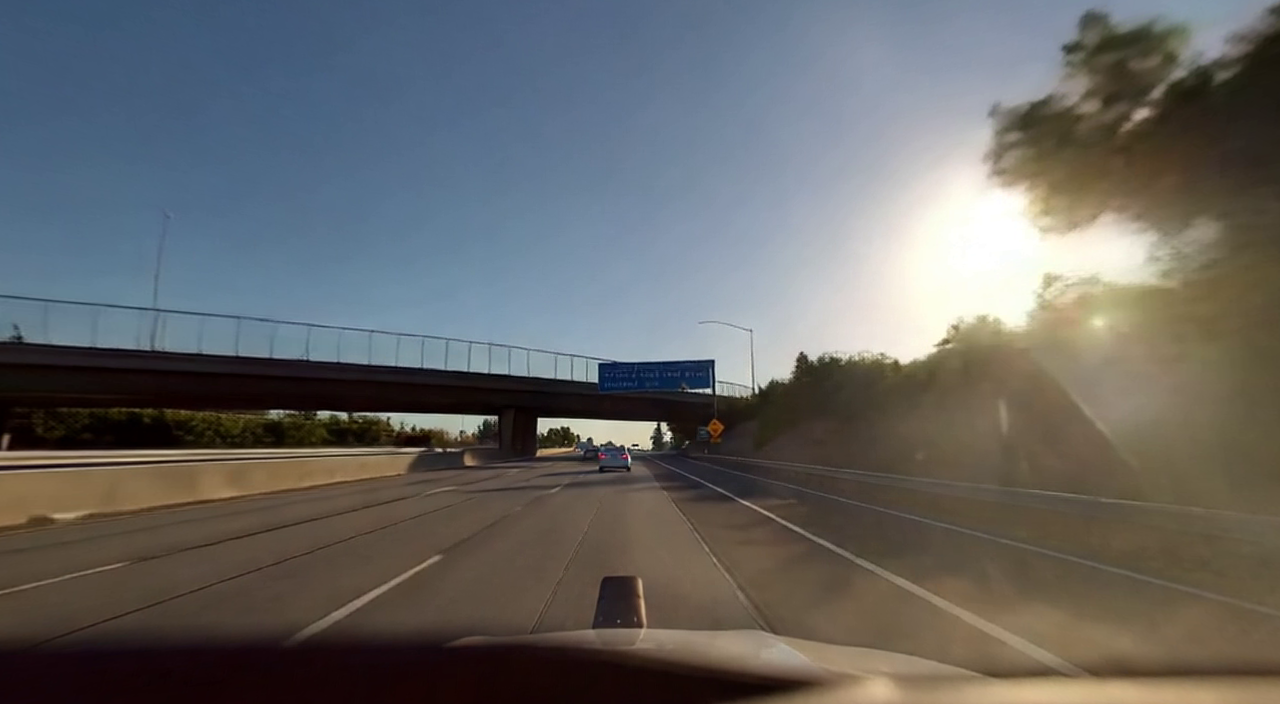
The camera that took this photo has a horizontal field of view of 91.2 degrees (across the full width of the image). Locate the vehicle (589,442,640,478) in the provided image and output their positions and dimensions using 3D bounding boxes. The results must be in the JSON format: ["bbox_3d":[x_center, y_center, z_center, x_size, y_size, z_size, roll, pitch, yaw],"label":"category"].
[{"bbox_3d":[-1.112,5.012,29.195,2.055,1.509,4.255,-1,-9,2],"label":"vehicle"}]
